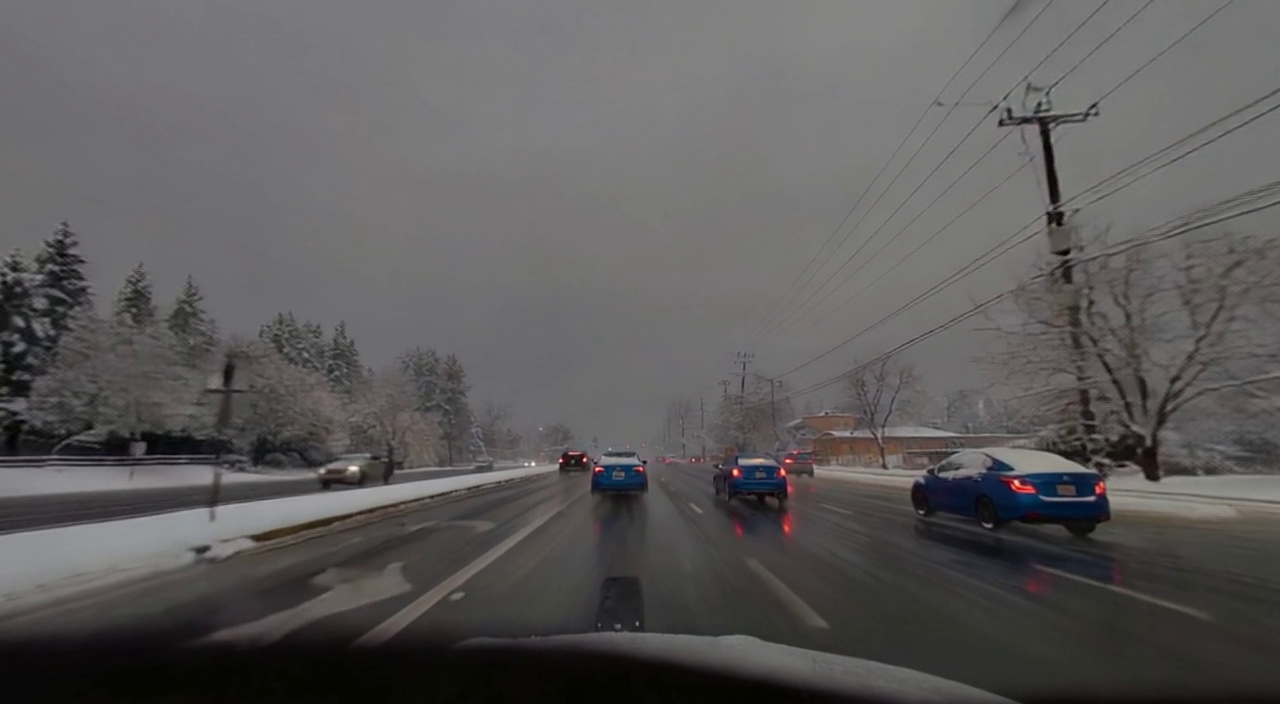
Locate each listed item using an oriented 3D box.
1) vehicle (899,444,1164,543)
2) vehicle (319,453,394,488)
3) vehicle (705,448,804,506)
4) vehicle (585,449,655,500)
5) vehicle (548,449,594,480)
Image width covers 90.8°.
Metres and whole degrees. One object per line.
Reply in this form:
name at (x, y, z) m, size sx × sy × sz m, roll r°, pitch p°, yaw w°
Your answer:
vehicle at (6.804, 2.461, 11.732) m, size 2.004 × 1.455 × 4.417 m, roll 0°, pitch -9°, yaw -1°
vehicle at (-15.945, 6.646, 35.841) m, size 2.035 × 1.762 × 4.753 m, roll 0°, pitch -9°, yaw 0°
vehicle at (3.278, 3.679, 19.083) m, size 2.053 × 1.490 × 4.464 m, roll 0°, pitch -9°, yaw -2°
vehicle at (-0.613, 3.977, 20.950) m, size 2.065 × 1.464 × 4.216 m, roll 0°, pitch -9°, yaw 0°
vehicle at (-3.824, 6.347, 35.808) m, size 2.073 × 1.606 × 4.364 m, roll -1°, pitch -9°, yaw 1°
